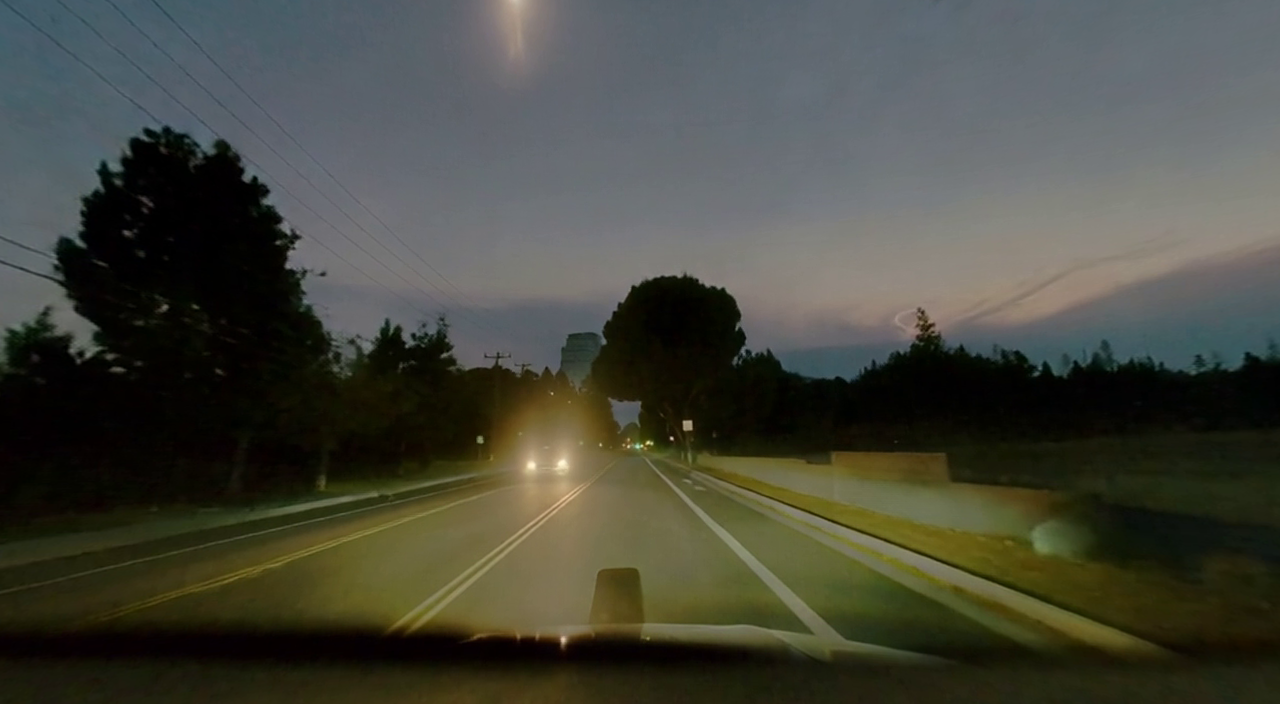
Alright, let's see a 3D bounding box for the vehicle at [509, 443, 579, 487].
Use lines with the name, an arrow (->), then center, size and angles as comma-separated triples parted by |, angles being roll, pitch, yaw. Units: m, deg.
vehicle -> -3.783, 4.551, 25.776 | 2.086, 1.608, 4.649 | 0, -9, 1
